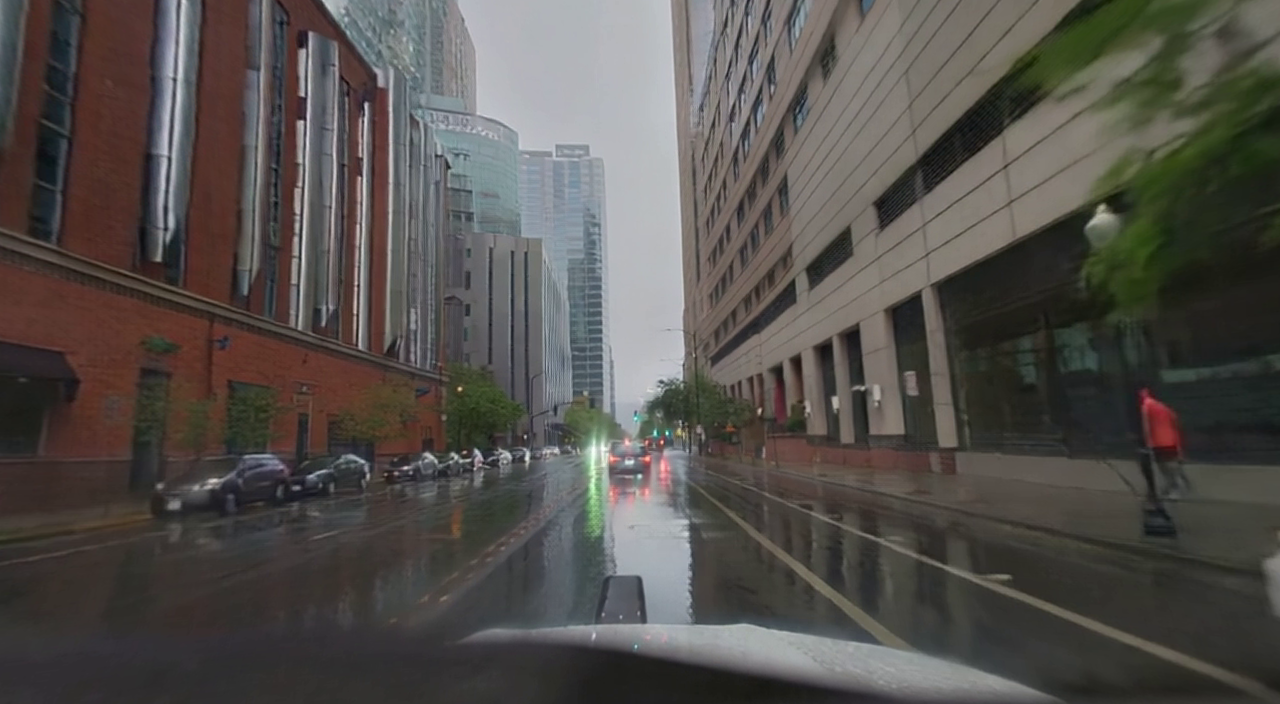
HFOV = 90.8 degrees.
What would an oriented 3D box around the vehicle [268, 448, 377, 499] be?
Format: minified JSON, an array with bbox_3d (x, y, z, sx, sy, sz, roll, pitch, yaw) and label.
[{"bbox_3d":[-11.847,4.523,23.975,1.881,1.686,4.451,0,-8,-1],"label":"vehicle"}]

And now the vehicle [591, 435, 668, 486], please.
[{"bbox_3d":[-0.296,3.473,20.510,2.269,1.479,3.980,0,-8,0],"label":"vehicle"}]

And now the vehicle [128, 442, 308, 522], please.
[{"bbox_3d":[-11.950,3.648,18.389,2.114,1.938,4.590,-1,-8,-1],"label":"vehicle"}]

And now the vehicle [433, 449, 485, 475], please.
[{"bbox_3d":[-11.675,7.095,41.125,1.991,1.507,4.879,0,-8,0],"label":"vehicle"}]

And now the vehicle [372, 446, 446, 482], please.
[{"bbox_3d":[-11.915,5.785,32.979,2.077,1.732,4.704,0,-8,1],"label":"vehicle"}]
